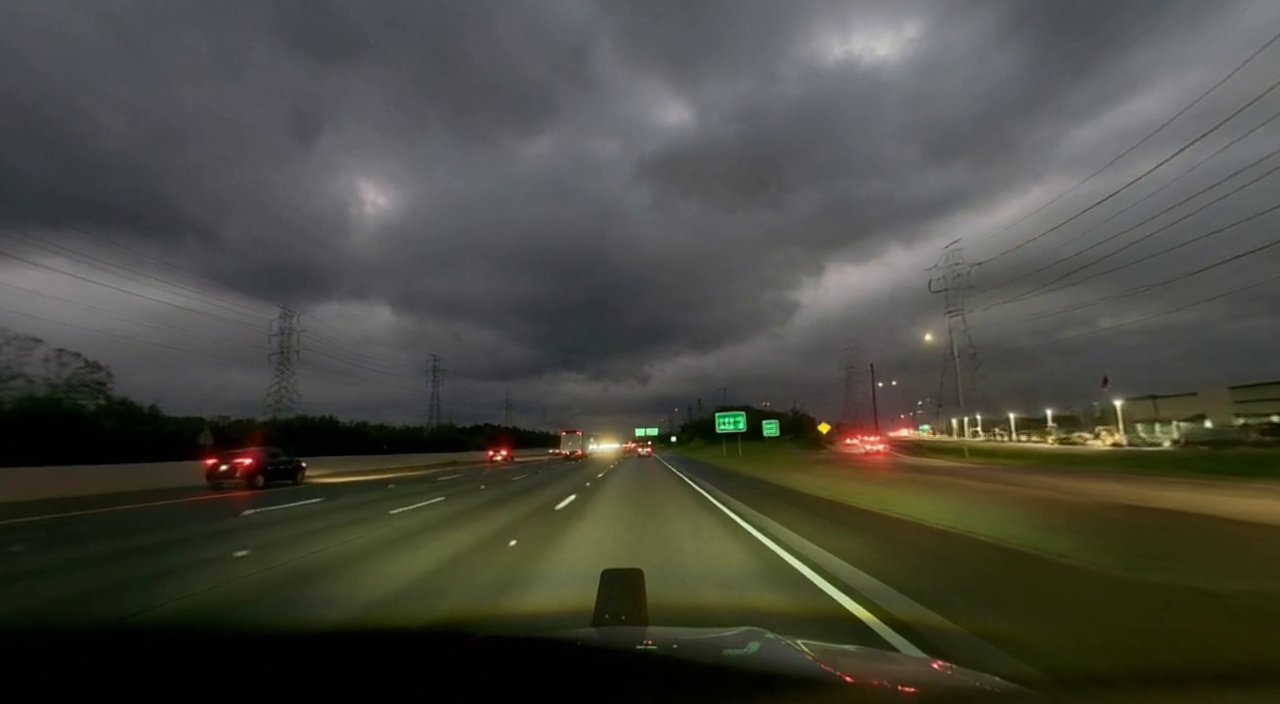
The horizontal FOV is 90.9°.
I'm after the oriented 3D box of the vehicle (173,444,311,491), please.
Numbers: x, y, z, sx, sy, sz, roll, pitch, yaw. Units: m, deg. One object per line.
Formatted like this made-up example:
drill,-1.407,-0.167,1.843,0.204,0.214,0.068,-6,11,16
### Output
vehicle,-13.901,4.029,22.419,1.988,1.477,4.442,0,-8,0
